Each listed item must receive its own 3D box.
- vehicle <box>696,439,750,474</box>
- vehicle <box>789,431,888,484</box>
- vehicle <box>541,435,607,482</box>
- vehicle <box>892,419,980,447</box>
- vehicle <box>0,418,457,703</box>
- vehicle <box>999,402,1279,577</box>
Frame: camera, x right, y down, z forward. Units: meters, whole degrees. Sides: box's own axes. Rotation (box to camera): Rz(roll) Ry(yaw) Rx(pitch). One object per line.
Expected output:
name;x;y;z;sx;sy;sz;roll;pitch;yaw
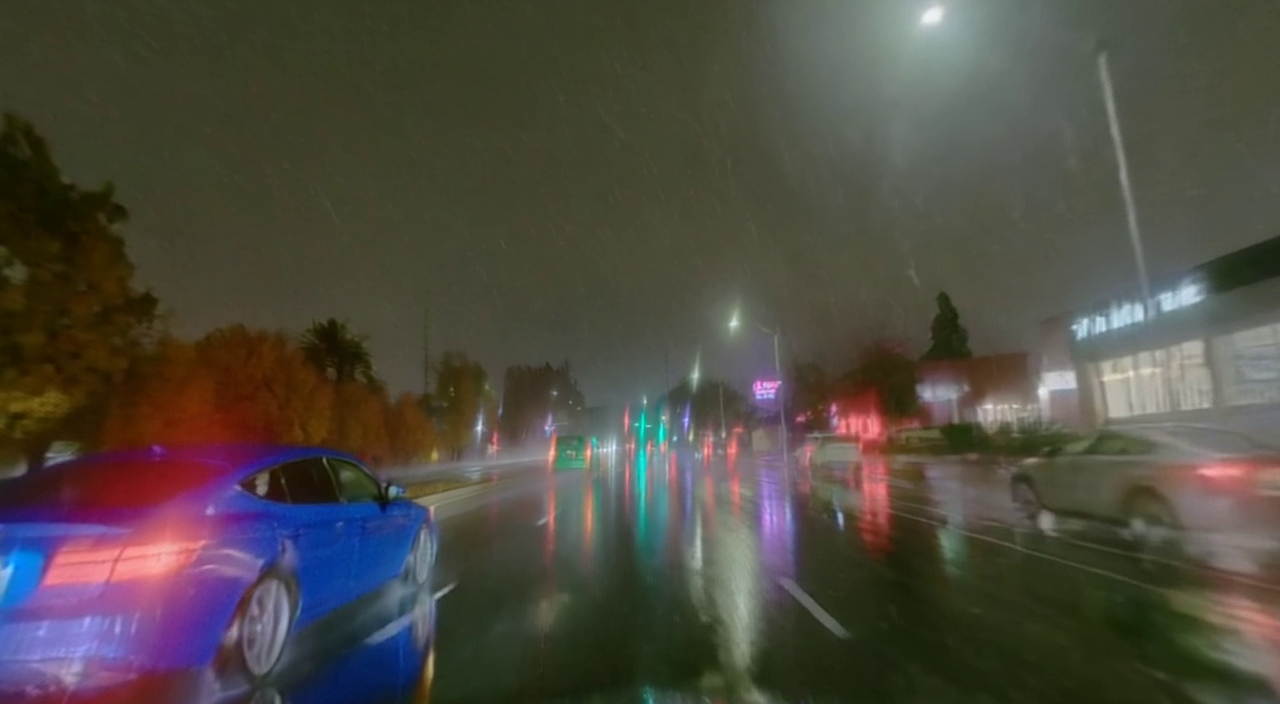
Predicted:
vehicle;3.812;4.853;29.551;1.904;1.490;4.299;0;-8;0
vehicle;7.440;4.012;24.274;2.198;1.788;4.941;0;-8;0
vehicle;-2.673;4.437;26.605;2.193;1.788;4.603;-1;-8;1
vehicle;21.318;5.865;45.568;5.166;1.870;2.317;0;-10;-3
vehicle;-3.193;1.363;4.971;1.956;1.460;4.802;-1;-8;1
vehicle;7.250;1.666;8.470;2.089;1.678;4.725;0;-8;1
